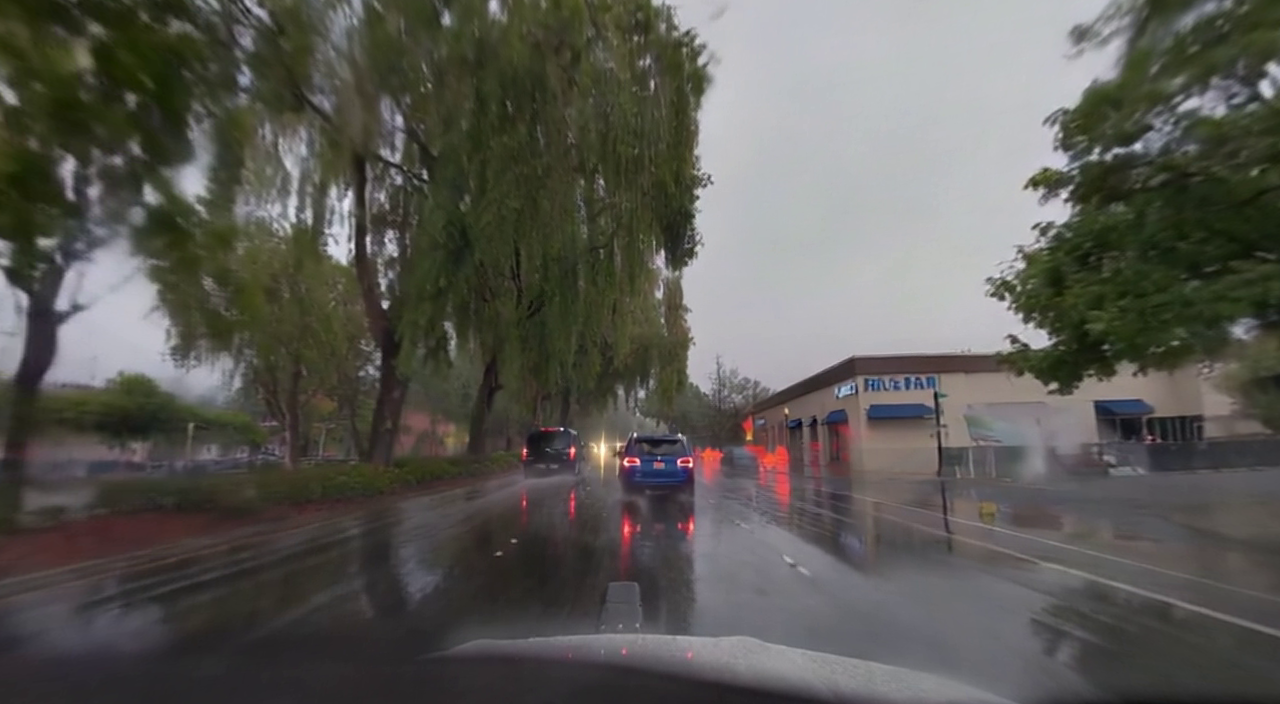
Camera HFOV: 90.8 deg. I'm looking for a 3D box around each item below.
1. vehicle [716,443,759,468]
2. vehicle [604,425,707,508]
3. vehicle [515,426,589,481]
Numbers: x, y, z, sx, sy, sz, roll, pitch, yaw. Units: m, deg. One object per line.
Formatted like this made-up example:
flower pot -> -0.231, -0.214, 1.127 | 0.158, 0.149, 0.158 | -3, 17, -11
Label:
vehicle -> 6.485, 6.960, 42.510 | 2.076, 1.535, 4.460 | 0, -9, -1
vehicle -> 0.238, 2.733, 15.505 | 2.168, 1.725, 4.192 | 0, -9, -2
vehicle -> -3.569, 4.282, 26.901 | 2.357, 2.063, 5.488 | 0, -9, 0
